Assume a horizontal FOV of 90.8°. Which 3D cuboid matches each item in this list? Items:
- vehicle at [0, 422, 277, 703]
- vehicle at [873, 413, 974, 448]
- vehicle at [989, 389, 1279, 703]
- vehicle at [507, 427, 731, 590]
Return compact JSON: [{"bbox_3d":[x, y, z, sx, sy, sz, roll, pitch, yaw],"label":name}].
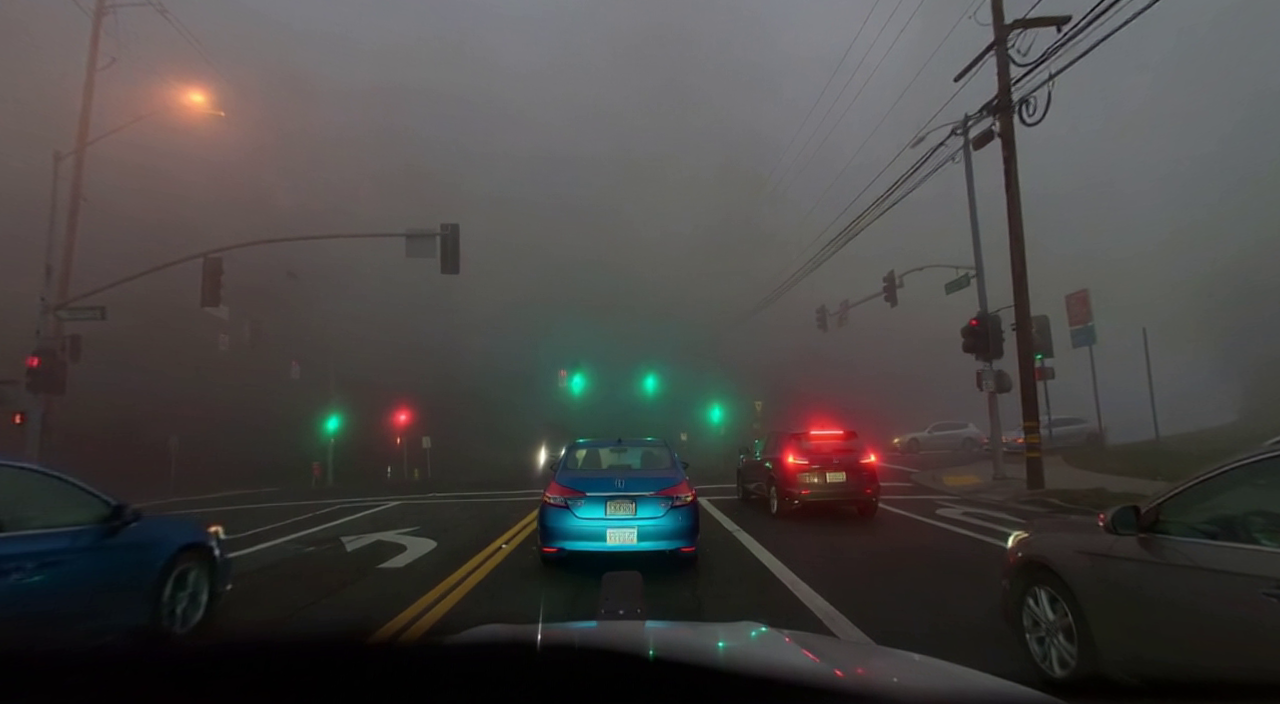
[{"bbox_3d":[-4.380,1.149,3.502,2.106,1.492,4.312,0,-8,1],"label":"vehicle"},{"bbox_3d":[15.178,4.239,33.996,4.431,1.555,1.886,-4,-9,2],"label":"vehicle"},{"bbox_3d":[2.929,0.833,1.710,1.860,1.494,3.707,0,-8,1],"label":"vehicle"},{"bbox_3d":[-0.224,1.758,8.000,2.061,1.485,4.196,0,-8,-1],"label":"vehicle"}]
